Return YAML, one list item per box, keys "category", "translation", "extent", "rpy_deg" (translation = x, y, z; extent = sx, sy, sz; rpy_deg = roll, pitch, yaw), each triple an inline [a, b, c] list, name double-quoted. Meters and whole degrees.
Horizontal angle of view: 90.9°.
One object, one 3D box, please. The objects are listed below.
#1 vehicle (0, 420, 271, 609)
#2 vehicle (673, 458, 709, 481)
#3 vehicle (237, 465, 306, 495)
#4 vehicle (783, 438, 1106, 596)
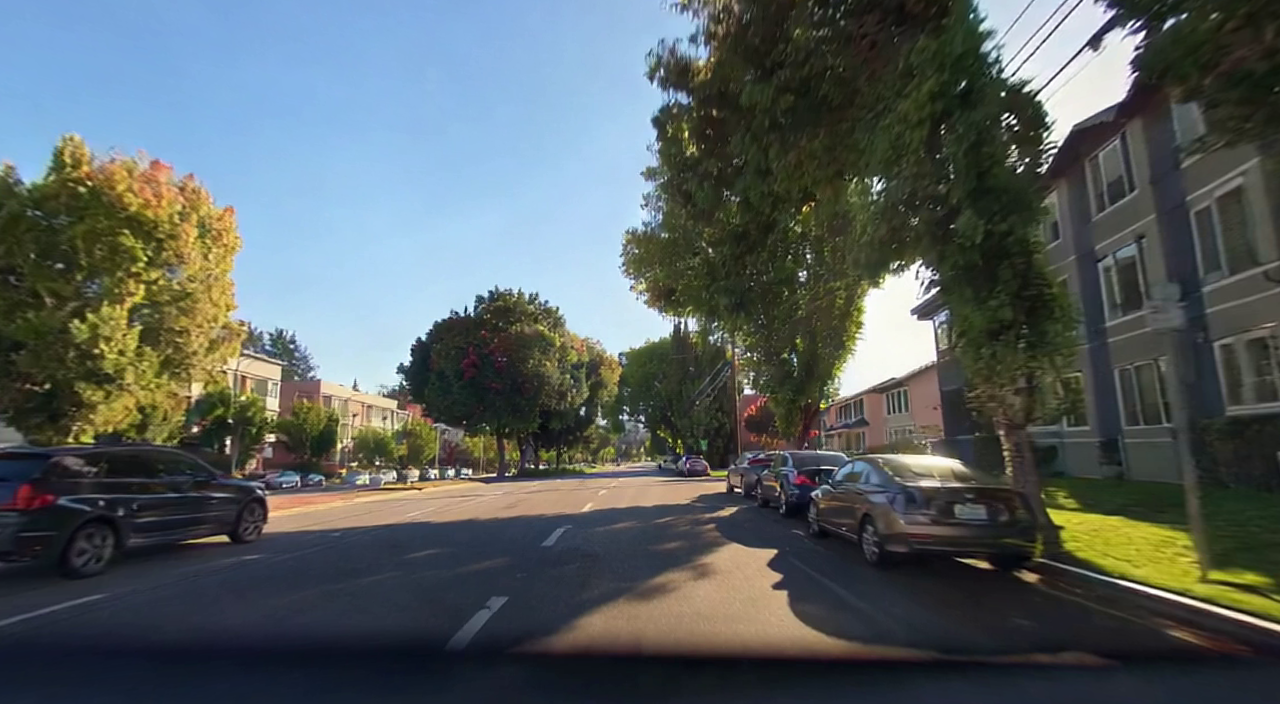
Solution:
- category: "vehicle"
  translation: [-6.708, 1.719, 7.408]
  extent: [2.000, 1.671, 4.497]
  rpy_deg: [0, -8, 0]
- category: "vehicle"
  translation: [3.684, 8.614, 46.402]
  extent: [2.259, 1.500, 4.474]
  rpy_deg: [0, -8, 0]
- category: "vehicle"
  translation: [-25.603, 8.879, 44.051]
  extent: [1.894, 1.787, 4.711]
  rpy_deg: [0, -8, 1]
- category: "vehicle"
  translation: [3.415, 1.912, 8.341]
  extent: [2.016, 1.477, 4.620]
  rpy_deg: [0, -8, 1]
